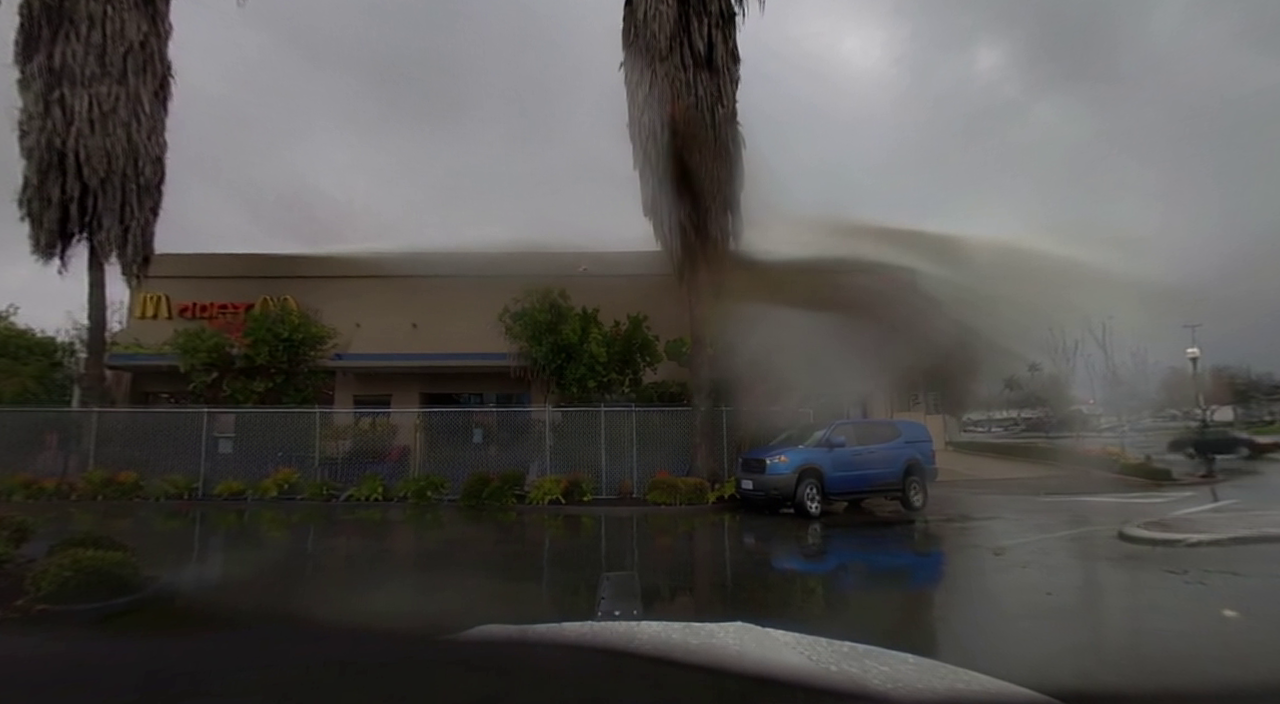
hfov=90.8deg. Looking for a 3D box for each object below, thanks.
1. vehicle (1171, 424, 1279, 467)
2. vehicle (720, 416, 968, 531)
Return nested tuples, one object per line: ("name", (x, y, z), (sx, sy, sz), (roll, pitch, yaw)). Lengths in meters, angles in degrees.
("vehicle", (22.609, 3.450, 23.285), (1.860, 1.417, 4.750), (0, -8, -2))
("vehicle", (3.893, 2.136, 11.968), (4.365, 1.791, 2.073), (4, -7, -31))
